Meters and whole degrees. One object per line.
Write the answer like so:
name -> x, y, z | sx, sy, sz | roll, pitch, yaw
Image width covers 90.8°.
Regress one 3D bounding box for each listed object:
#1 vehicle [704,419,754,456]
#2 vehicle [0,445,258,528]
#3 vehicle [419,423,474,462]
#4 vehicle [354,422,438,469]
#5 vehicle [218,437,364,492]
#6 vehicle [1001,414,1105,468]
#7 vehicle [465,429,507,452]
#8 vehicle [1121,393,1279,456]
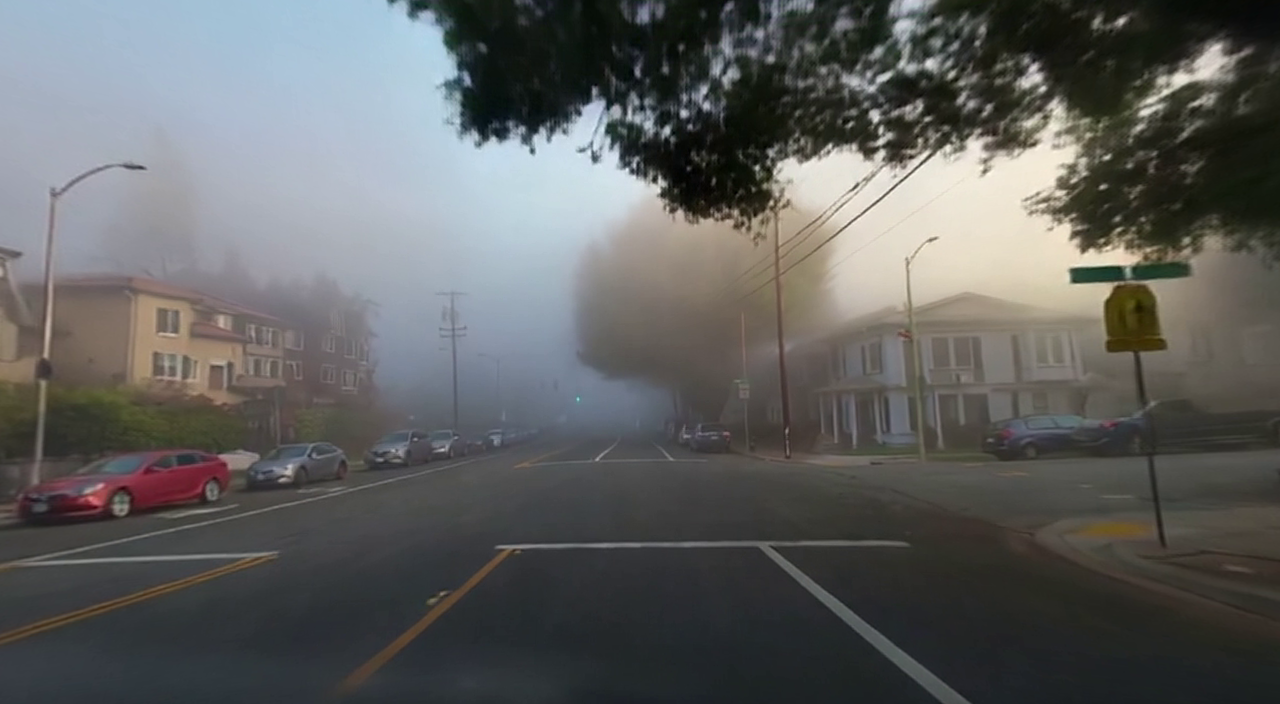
vehicle -> 4.329, 4.292, 31.440 | 1.867, 1.680, 4.176 | 0, -9, 0
vehicle -> -11.066, 2.858, 14.129 | 1.970, 1.523, 4.702 | -1, -8, 2
vehicle -> -11.352, 5.271, 37.306 | 1.926, 1.998, 4.447 | -4, -6, -2
vehicle -> -11.180, 4.341, 29.384 | 2.056, 1.980, 4.763 | 0, -8, -1
vehicle -> -11.111, 3.594, 20.600 | 2.082, 1.540, 4.654 | 0, -8, 0
vehicle -> 13.843, 2.915, 21.064 | 2.122, 1.474, 4.313 | -10, -9, 41
vehicle -> -11.221, 6.492, 46.200 | 2.051, 1.520, 4.374 | 0, -8, -1
vehicle -> 19.501, 2.456, 21.153 | 4.973, 1.974, 2.140 | 0, -9, -1
